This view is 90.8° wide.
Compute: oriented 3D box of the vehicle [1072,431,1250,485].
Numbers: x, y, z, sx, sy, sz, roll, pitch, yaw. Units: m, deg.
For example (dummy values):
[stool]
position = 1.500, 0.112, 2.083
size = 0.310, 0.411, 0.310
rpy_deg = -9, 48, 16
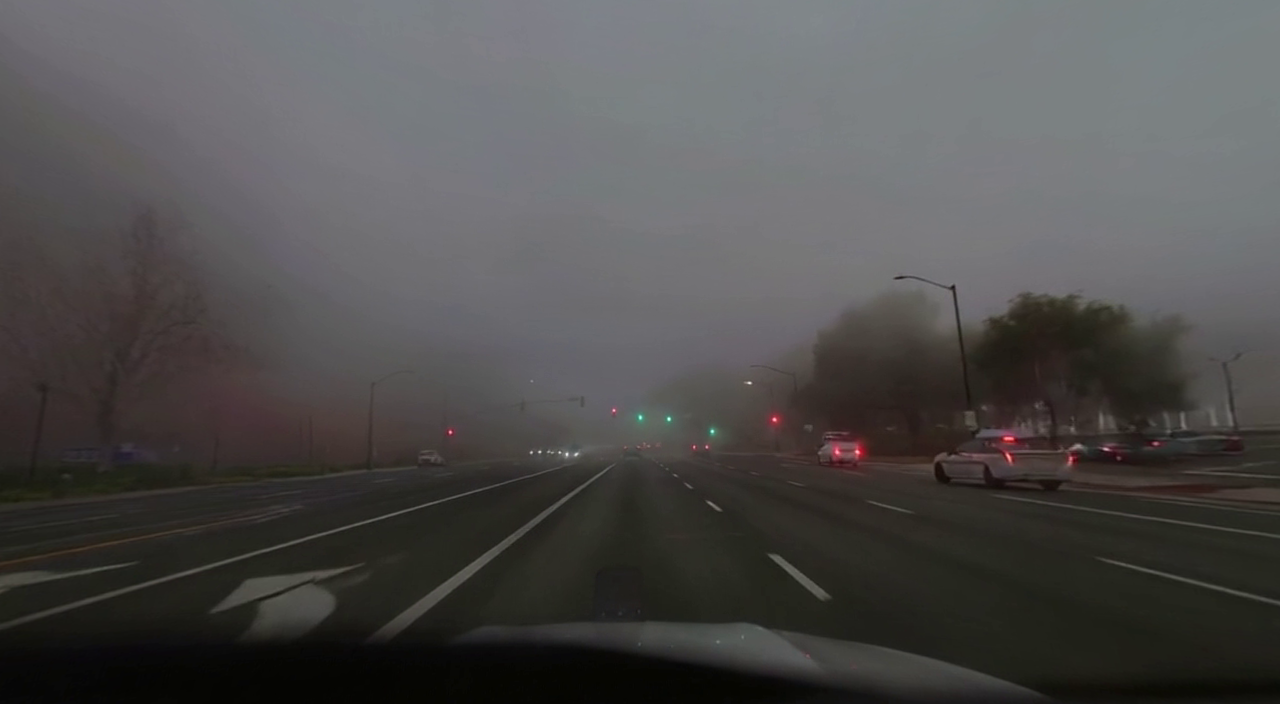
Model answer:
[vehicle]
position = 18.064, 3.683, 22.073
size = 4.427, 1.747, 2.024
rpy_deg = 0, -9, -2
